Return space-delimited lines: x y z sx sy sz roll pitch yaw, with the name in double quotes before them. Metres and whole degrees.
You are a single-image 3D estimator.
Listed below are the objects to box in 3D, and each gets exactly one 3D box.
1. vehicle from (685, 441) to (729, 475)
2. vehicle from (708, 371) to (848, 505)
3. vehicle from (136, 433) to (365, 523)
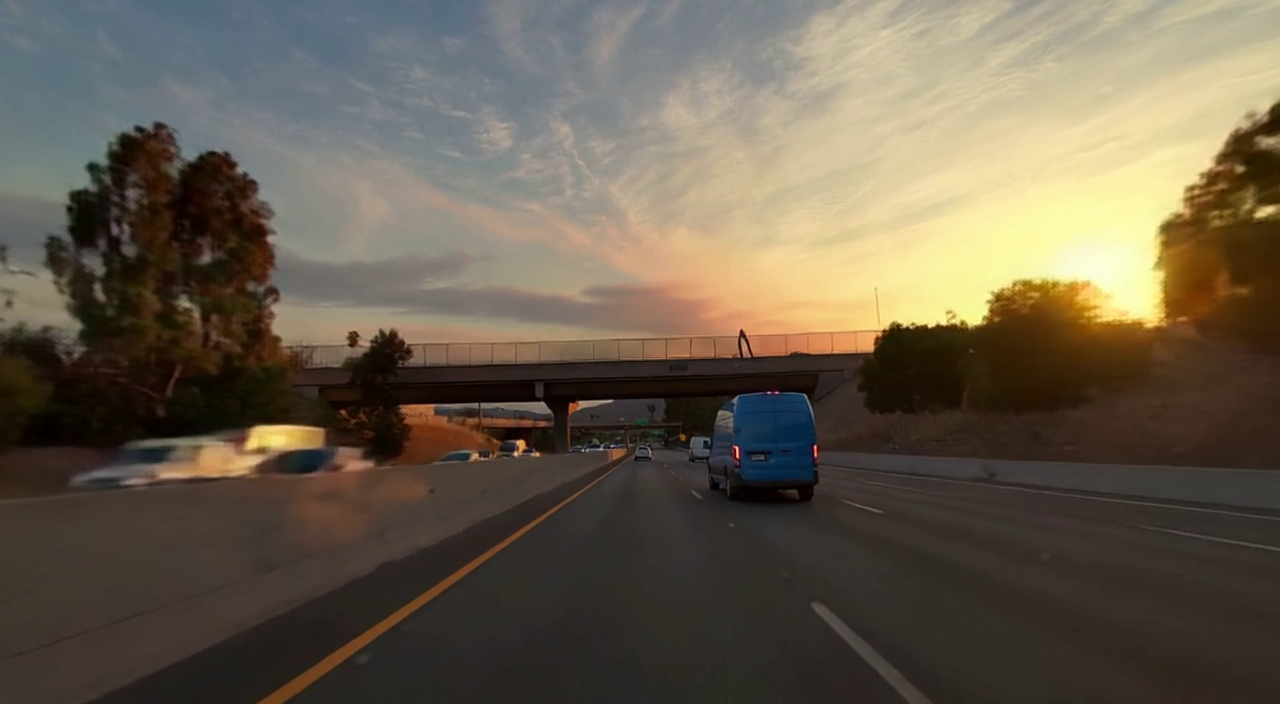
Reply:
"vehicle" 3.608 5.787 34.678 2.009 1.731 4.149 0 -9 0
"vehicle" 3.627 2.548 18.442 2.460 3.155 6.902 0 -9 0
"vehicle" -7.594 2.484 12.946 1.902 1.496 4.319 0 -9 1
